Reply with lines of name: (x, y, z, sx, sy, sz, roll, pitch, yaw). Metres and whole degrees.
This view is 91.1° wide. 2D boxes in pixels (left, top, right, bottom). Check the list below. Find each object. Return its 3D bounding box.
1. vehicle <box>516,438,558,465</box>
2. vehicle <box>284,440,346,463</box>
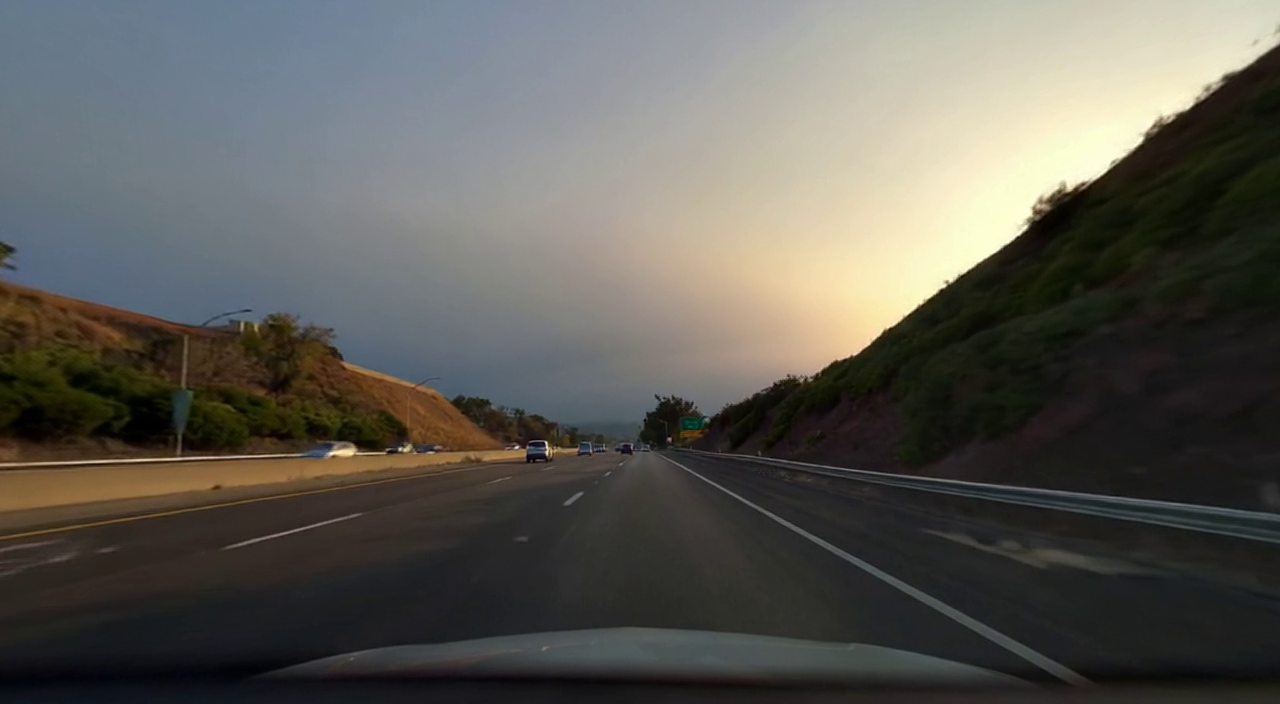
vehicle: (-6.626, 6.441, 40.796, 1.972, 1.660, 4.254, 0, -8, 0)
vehicle: (-22.410, 6.849, 43.469, 1.790, 1.478, 4.416, 0, -8, 2)
